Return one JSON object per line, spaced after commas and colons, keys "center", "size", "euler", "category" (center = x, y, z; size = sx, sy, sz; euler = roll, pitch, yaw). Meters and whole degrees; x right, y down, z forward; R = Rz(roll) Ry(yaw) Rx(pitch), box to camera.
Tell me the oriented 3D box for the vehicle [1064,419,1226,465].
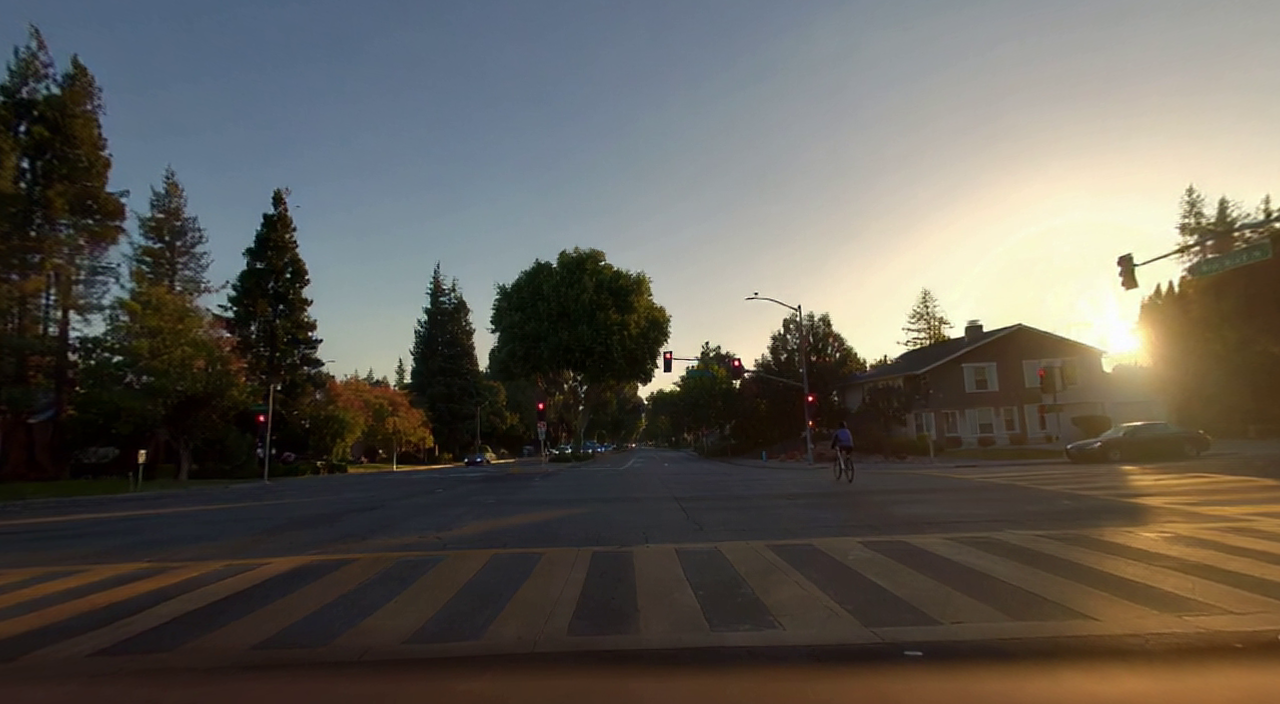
{"center": [17.310, 3.106, 21.759], "size": [3.969, 1.493, 1.823], "euler": [0, -9, 1], "category": "vehicle"}
